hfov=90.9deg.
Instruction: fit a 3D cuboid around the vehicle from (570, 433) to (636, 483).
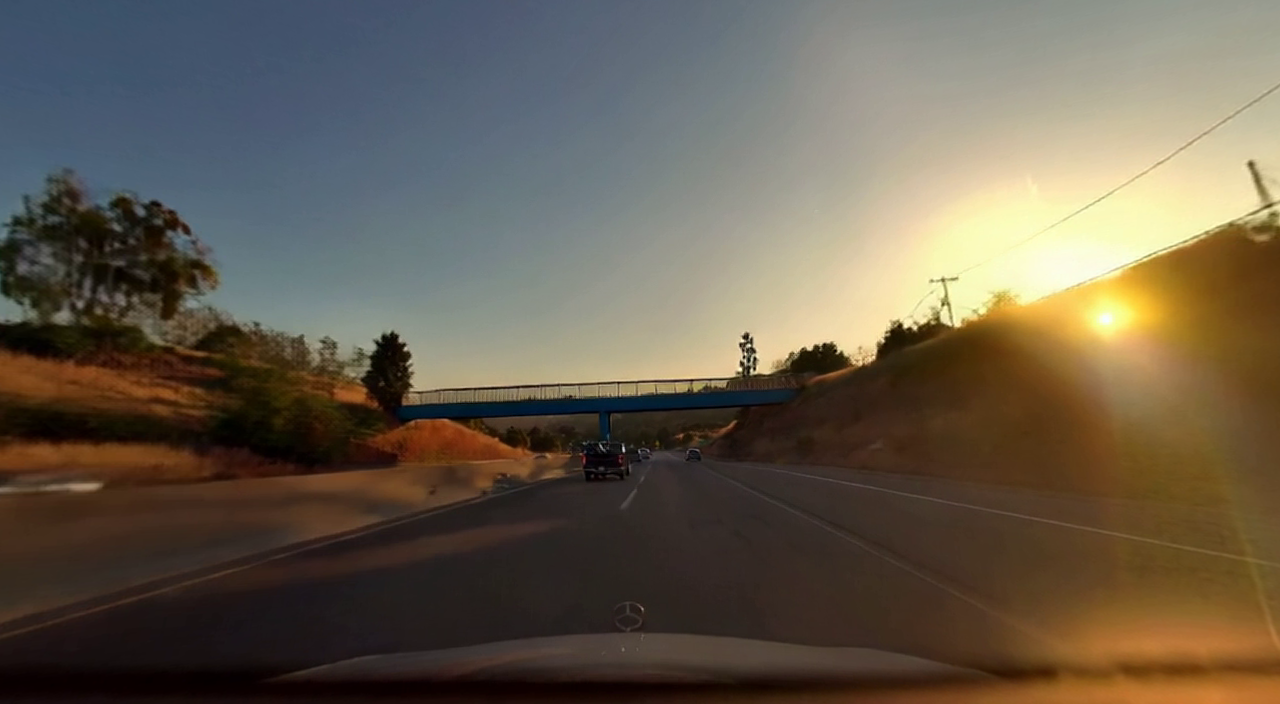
[{"bbox_3d":[-1.474,4.610,27.603,2.369,1.948,5.343,0,-9,2],"label":"vehicle"}]
